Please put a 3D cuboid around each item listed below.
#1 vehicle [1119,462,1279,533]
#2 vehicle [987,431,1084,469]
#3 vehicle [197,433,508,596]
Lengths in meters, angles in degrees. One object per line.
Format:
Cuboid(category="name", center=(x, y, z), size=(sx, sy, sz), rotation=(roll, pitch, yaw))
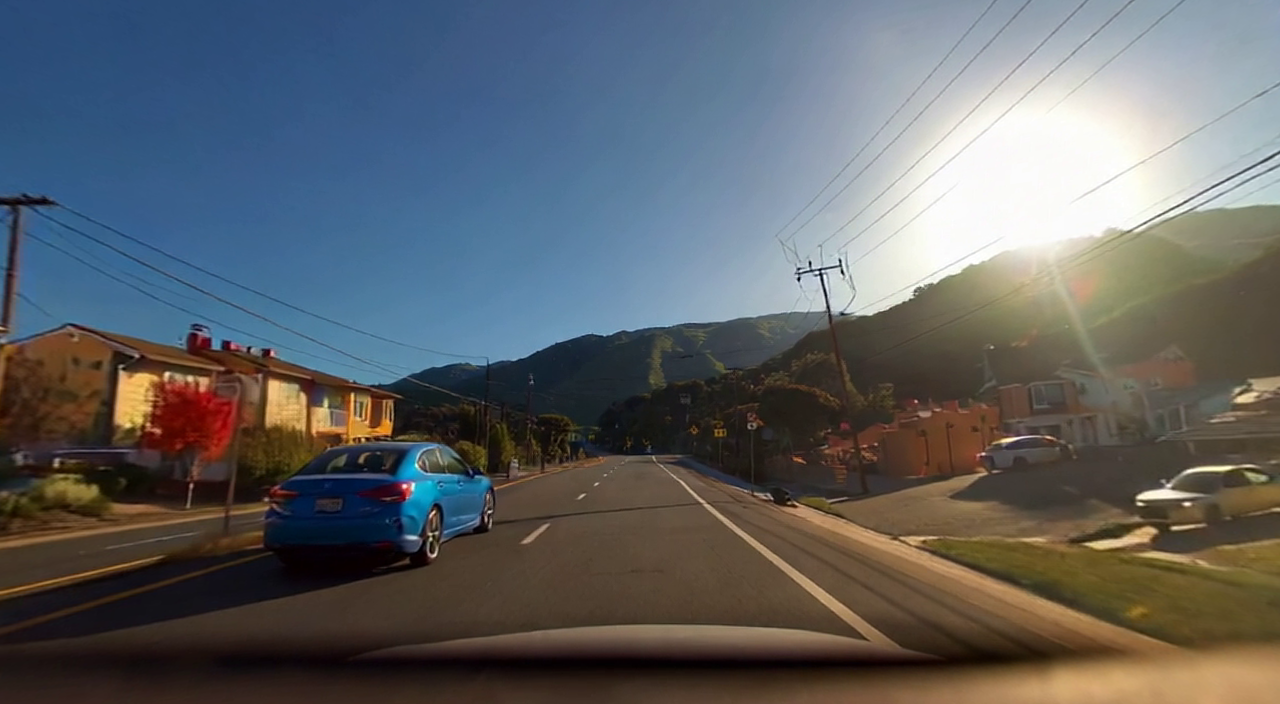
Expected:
Cuboid(category="vehicle", center=(16.810, 4.002, 17.646), size=(4.995, 1.794, 2.020), rotation=(-1, -9, 4))
Cuboid(category="vehicle", center=(24.040, 5.936, 38.402), size=(5.478, 1.869, 2.206), rotation=(1, -12, -26))
Cuboid(category="vehicle", center=(-3.126, 1.833, 8.034), size=(1.972, 1.496, 4.150), rotation=(0, -8, 0))
